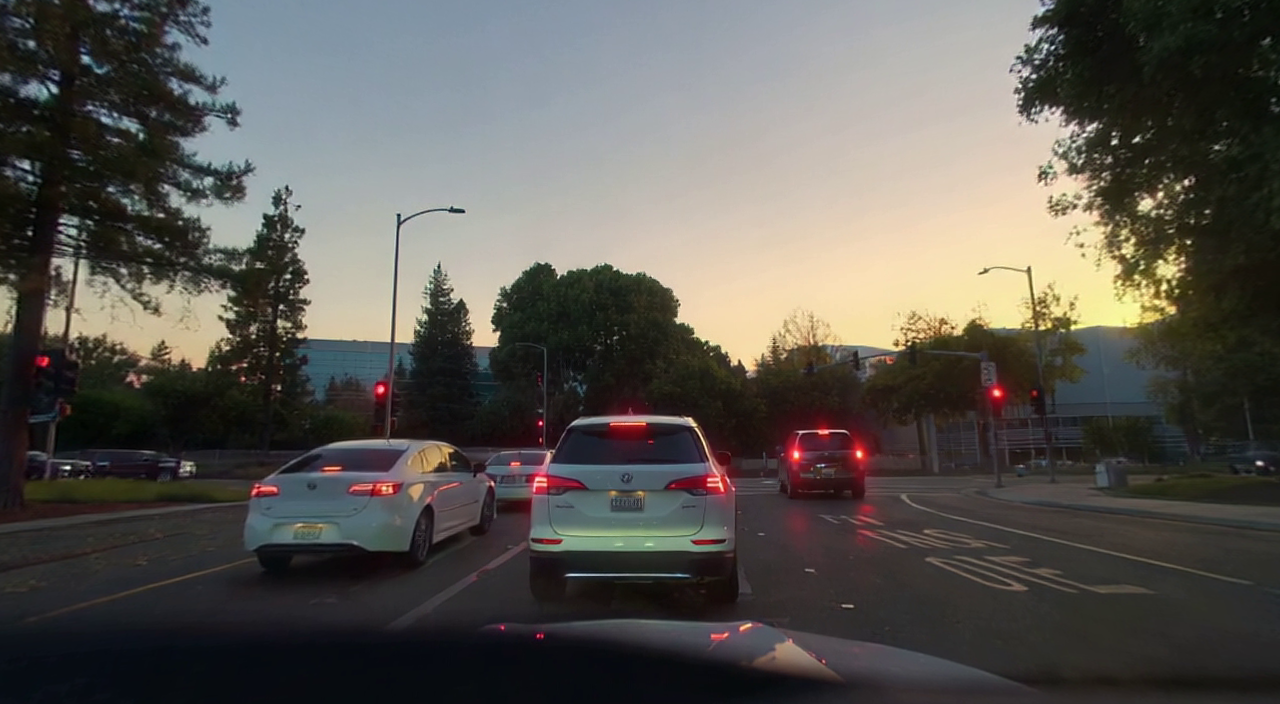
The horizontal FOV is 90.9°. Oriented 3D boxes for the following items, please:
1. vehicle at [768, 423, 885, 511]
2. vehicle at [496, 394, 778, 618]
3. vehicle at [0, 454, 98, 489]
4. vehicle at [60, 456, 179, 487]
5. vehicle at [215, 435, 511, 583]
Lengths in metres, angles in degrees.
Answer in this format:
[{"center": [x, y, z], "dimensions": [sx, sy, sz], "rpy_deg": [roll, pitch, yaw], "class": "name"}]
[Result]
[{"center": [4.810, 3.004, 16.924], "dimensions": [2.084, 2.053, 4.073], "rpy_deg": [-1, -8, 4], "class": "vehicle"}, {"center": [-0.029, 1.525, 7.178], "dimensions": [2.203, 1.757, 4.286], "rpy_deg": [0, -8, 0], "class": "vehicle"}, {"center": [-27.102, 5.273, 27.929], "dimensions": [4.198, 1.444, 1.765], "rpy_deg": [2, -9, -15], "class": "vehicle"}, {"center": [-25.980, 5.949, 31.599], "dimensions": [4.140, 1.444, 1.742], "rpy_deg": [2, -9, -15], "class": "vehicle"}, {"center": [-3.241, 1.898, 8.573], "dimensions": [1.913, 1.453, 4.413], "rpy_deg": [0, -8, 2], "class": "vehicle"}]
